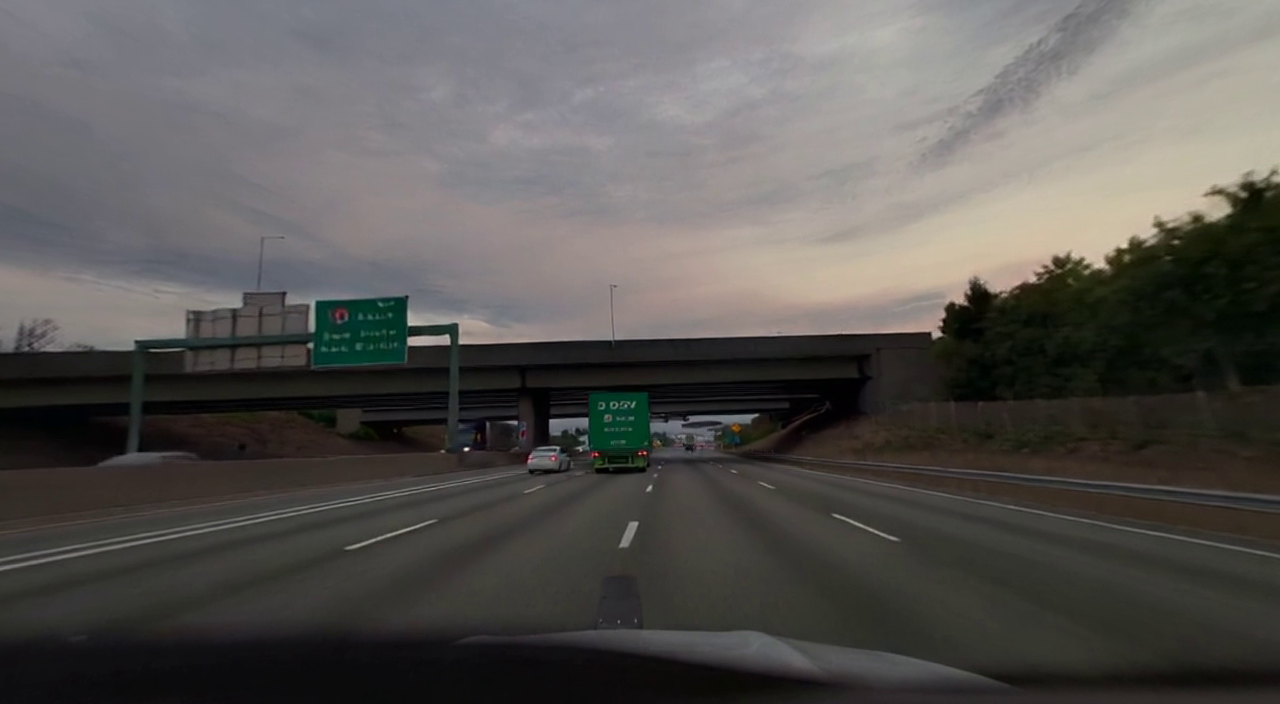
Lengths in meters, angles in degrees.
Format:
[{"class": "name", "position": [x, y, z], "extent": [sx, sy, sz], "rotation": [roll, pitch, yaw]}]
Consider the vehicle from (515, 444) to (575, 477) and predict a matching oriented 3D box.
[{"class": "vehicle", "position": [-4.542, 5.268, 30.713], "extent": [1.958, 1.467, 4.737], "rotation": [-1, -9, 3]}]

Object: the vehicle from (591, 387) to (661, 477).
[{"class": "vehicle", "position": [-0.417, 4.543, 34.526], "extent": [3.025, 4.002, 12.709], "rotation": [-1, -9, 2]}]
